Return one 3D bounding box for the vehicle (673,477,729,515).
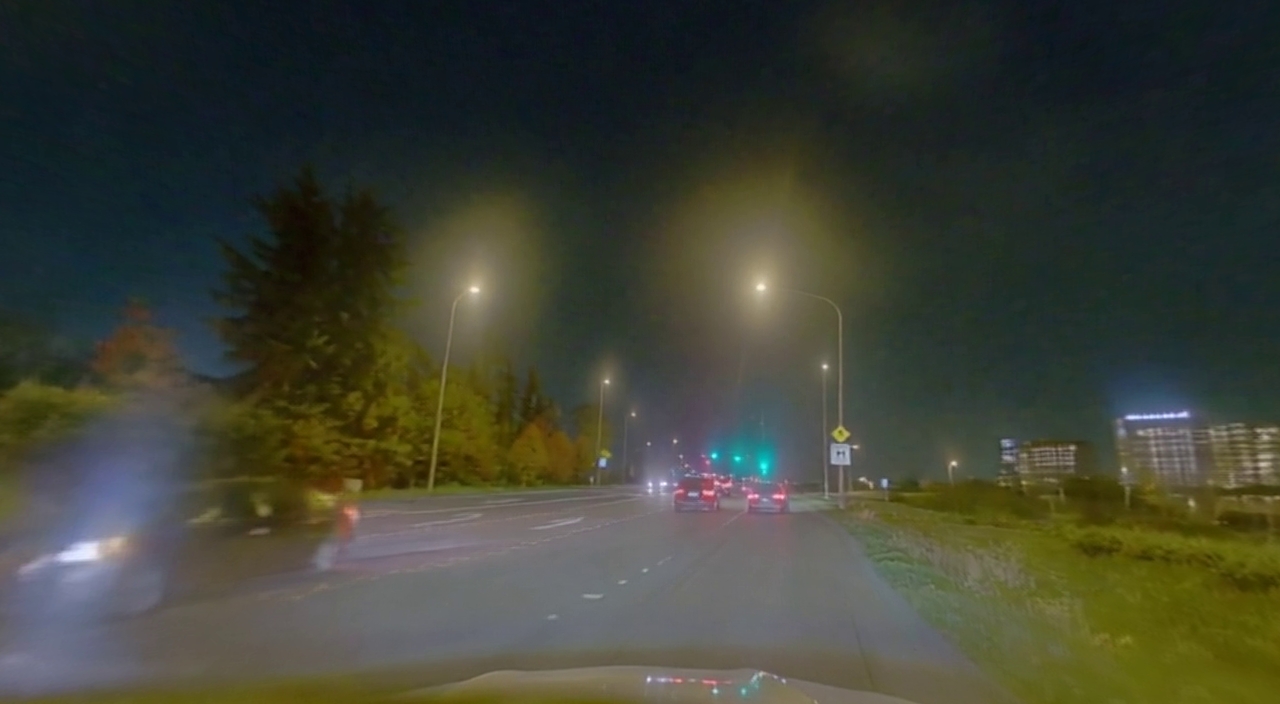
[{"bbox_3d":[2.899,6.527,28.931,2.030,1.441,4.806,-1,-11,12],"label":"vehicle"}]

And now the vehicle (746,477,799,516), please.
[{"bbox_3d":[5.941,6.412,28.219,2.129,1.471,4.258,-1,-11,12],"label":"vehicle"}]

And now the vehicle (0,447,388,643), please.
[{"bbox_3d":[-5.432,1.952,7.403,2.107,1.502,4.705,-1,-11,15],"label":"vehicle"}]
